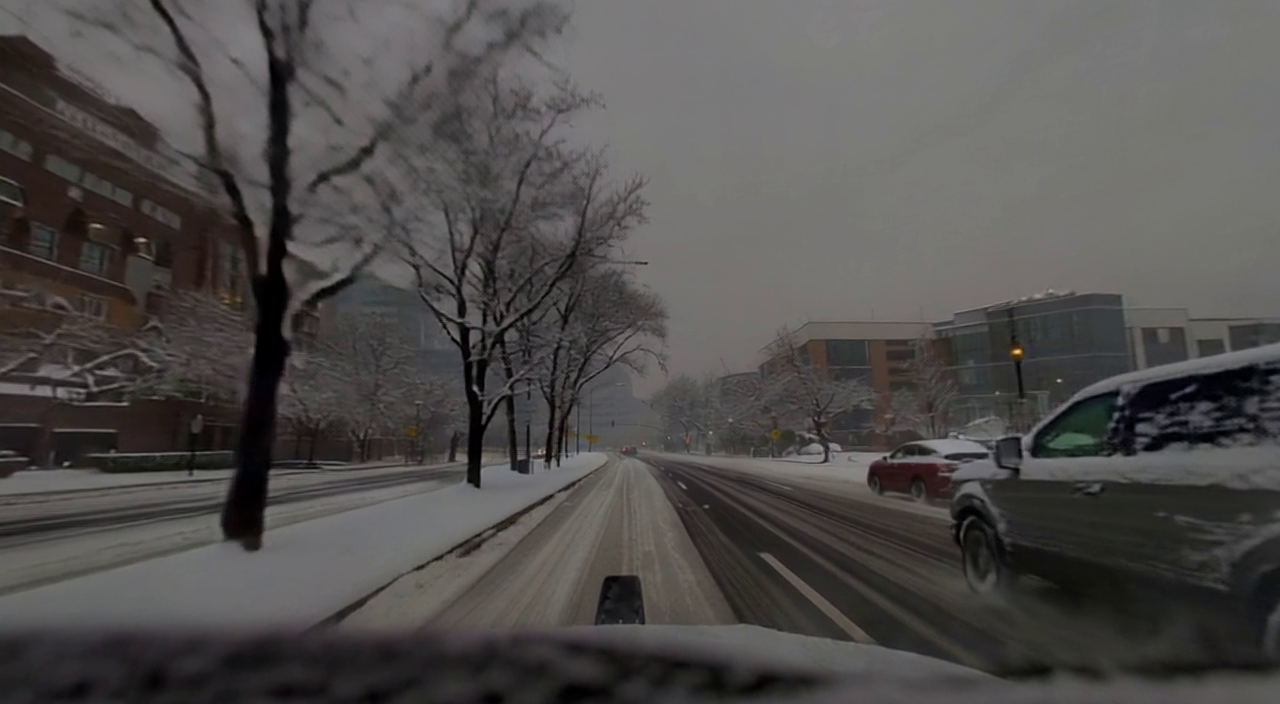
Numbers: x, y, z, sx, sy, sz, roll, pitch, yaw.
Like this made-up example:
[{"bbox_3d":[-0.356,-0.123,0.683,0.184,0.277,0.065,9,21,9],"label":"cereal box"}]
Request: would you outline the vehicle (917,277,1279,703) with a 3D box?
[{"bbox_3d":[3.772,0.776,3.005,2.505,1.971,5.162,0,-9,0],"label":"vehicle"}]
